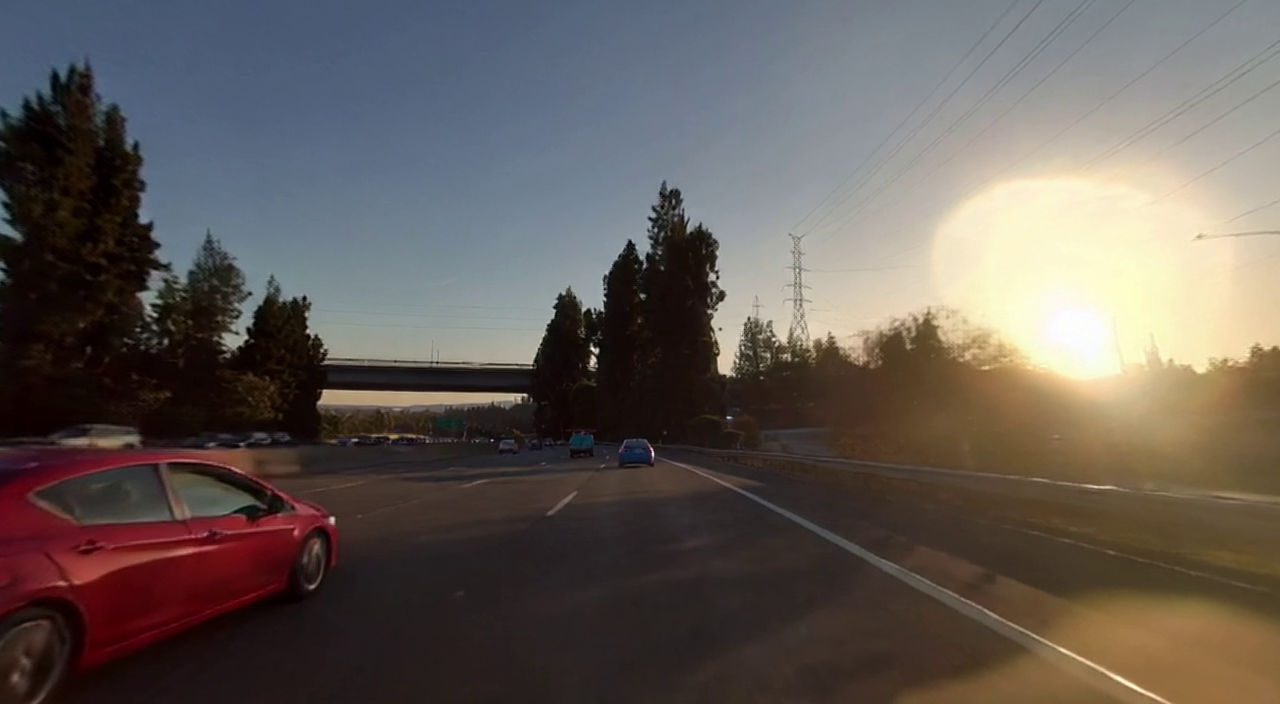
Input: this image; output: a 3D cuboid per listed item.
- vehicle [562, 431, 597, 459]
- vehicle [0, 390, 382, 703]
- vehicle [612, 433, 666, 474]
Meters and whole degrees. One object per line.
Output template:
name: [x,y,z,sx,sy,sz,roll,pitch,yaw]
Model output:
vehicle: [-4.031,6.237,42.135,2.174,1.806,3.932,0,-8,-3]
vehicle: [-3.623,1.113,3.904,2.035,1.514,4.600,0,-8,1]
vehicle: [-0.106,3.927,24.548,1.954,1.460,3.983,0,-8,-2]
